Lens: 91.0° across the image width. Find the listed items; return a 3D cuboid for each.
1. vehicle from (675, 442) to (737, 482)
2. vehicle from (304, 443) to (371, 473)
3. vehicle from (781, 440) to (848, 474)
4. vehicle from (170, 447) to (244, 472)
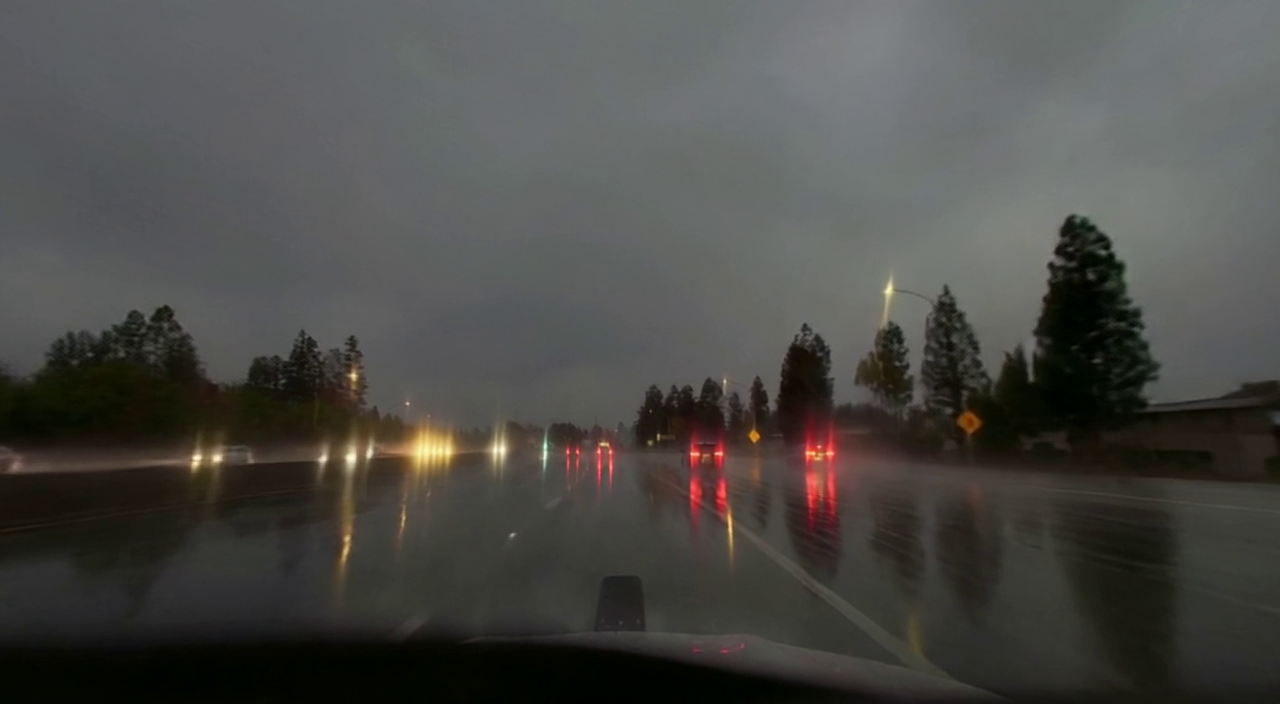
[{"bbox_3d":[2.692,4.604,26.633,1.975,1.562,3.823,1,-9,-4],"label":"vehicle"},{"bbox_3d":[-17.703,6.201,37.048,1.927,1.668,4.237,0,-9,-2],"label":"vehicle"},{"bbox_3d":[9.173,5.567,33.470,1.909,1.634,4.739,1,-9,-4],"label":"vehicle"},{"bbox_3d":[-28.821,7.139,42.079,1.886,1.533,4.395,0,-9,-2],"label":"vehicle"}]
